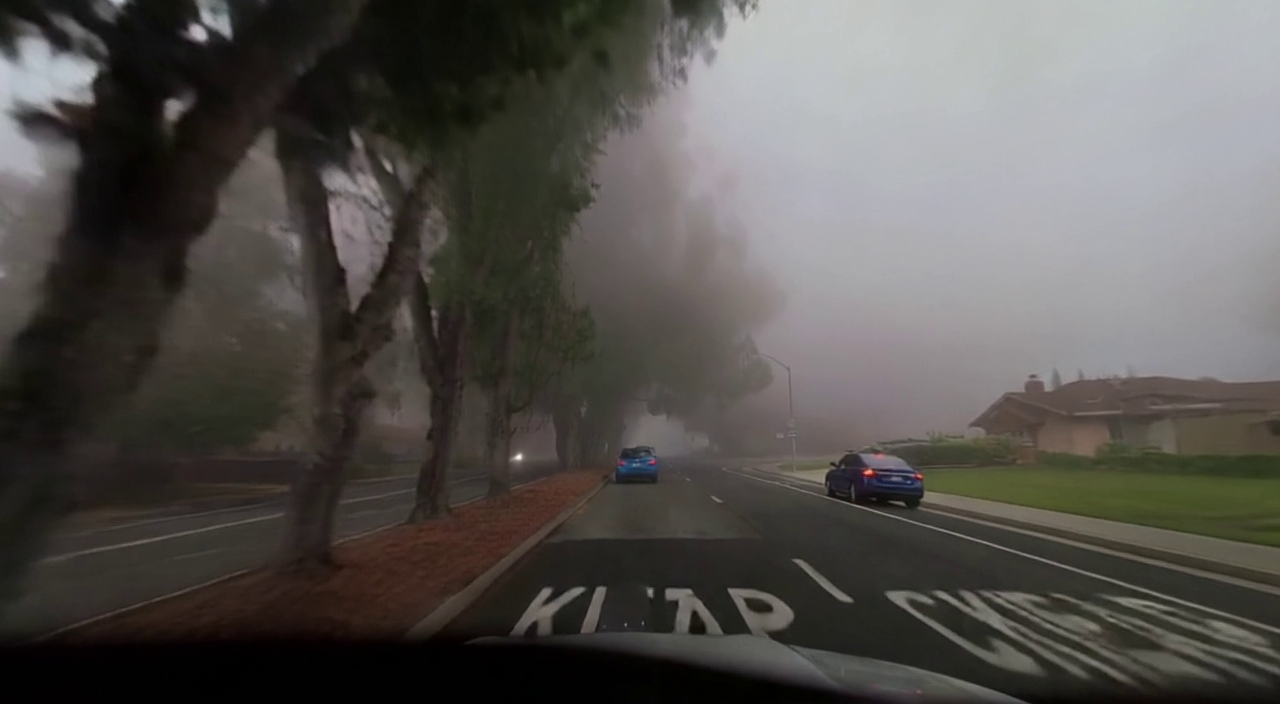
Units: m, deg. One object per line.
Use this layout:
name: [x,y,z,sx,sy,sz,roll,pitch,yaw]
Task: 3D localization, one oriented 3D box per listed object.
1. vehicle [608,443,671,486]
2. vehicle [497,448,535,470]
vehicle: [-0.034,4.255,24.230,2.158,1.469,4.909,0,-9,0]
vehicle: [-9.032,7.801,46.278,1.945,1.530,3.740,-1,-9,2]
